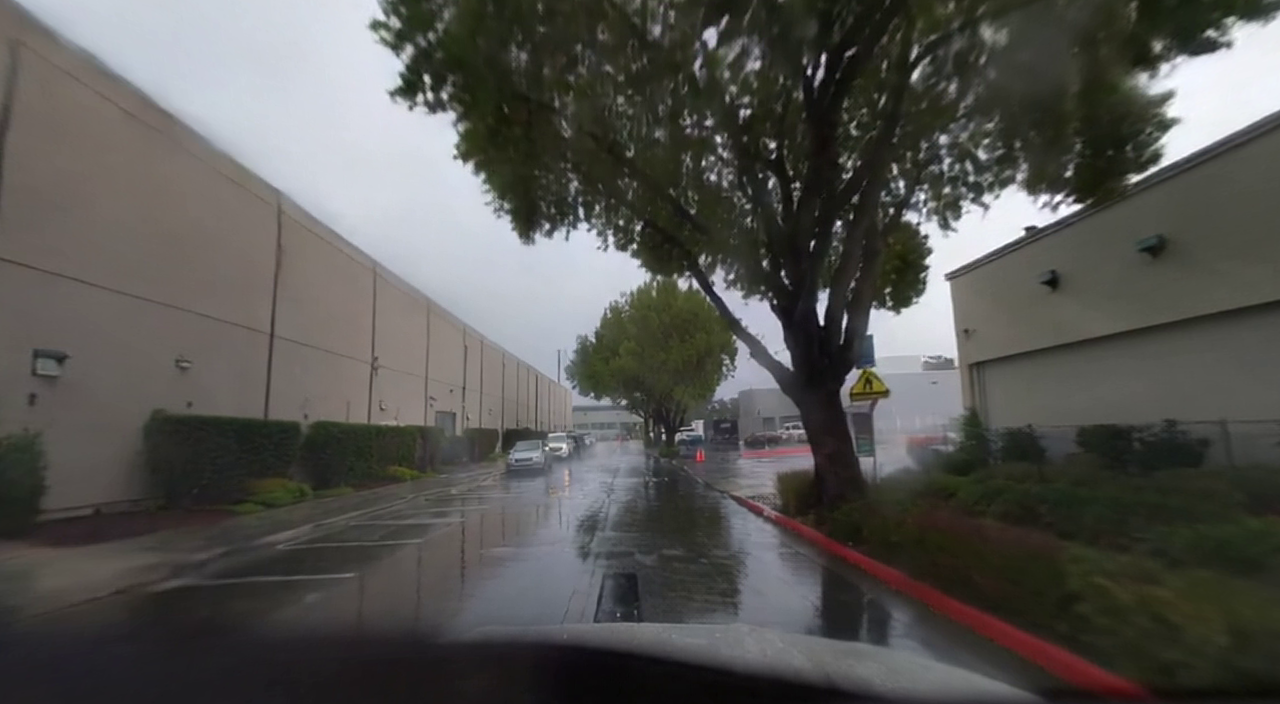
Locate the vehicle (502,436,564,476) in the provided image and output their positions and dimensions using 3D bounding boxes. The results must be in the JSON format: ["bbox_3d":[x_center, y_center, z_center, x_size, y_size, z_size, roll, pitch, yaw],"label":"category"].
[{"bbox_3d":[-4.788,4.740,28.785,2.040,1.501,4.440,-4,-9,-1],"label":"vehicle"}]

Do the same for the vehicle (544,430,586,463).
[{"bbox_3d":[-4.810,6.163,40.813,2.161,1.843,5.181,-4,-9,-2],"label":"vehicle"}]
